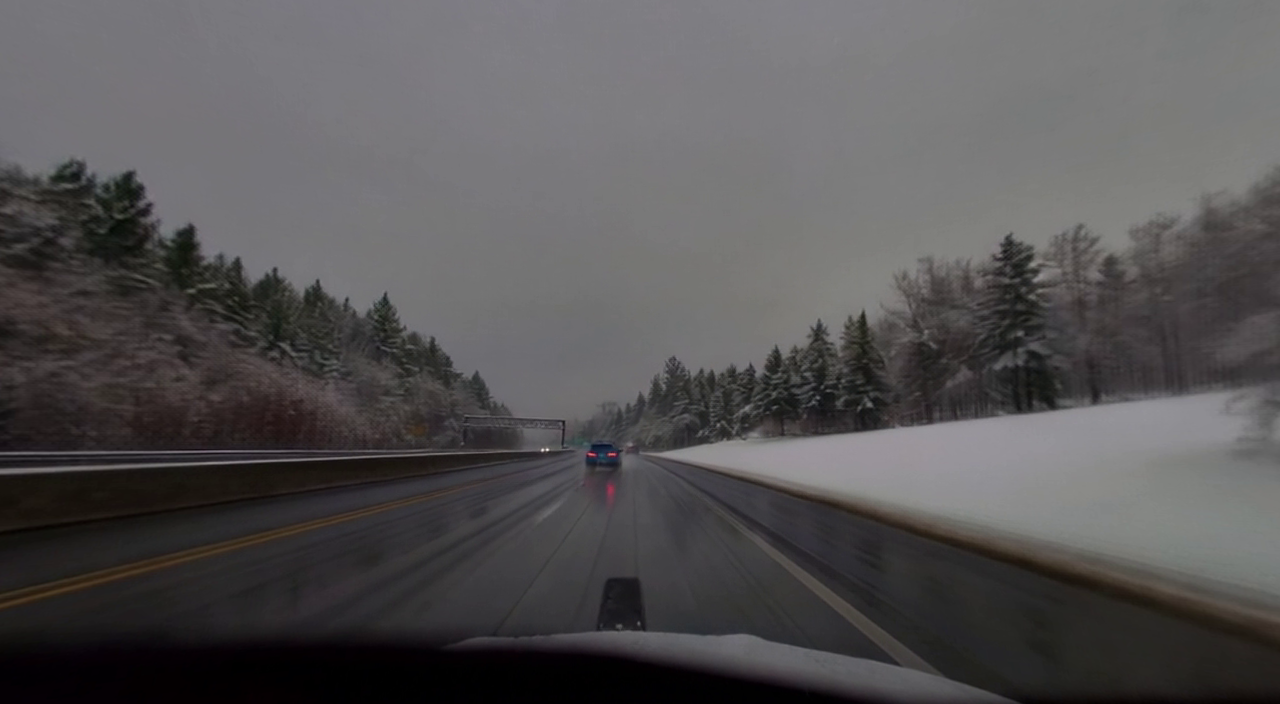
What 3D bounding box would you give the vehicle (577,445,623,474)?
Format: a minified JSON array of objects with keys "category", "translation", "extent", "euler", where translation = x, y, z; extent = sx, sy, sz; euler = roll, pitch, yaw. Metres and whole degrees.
[{"category":"vehicle","translation":[-2.078,5.742,33.944],"extent":[2.126,1.411,4.433],"euler":[0,-9,1]}]
